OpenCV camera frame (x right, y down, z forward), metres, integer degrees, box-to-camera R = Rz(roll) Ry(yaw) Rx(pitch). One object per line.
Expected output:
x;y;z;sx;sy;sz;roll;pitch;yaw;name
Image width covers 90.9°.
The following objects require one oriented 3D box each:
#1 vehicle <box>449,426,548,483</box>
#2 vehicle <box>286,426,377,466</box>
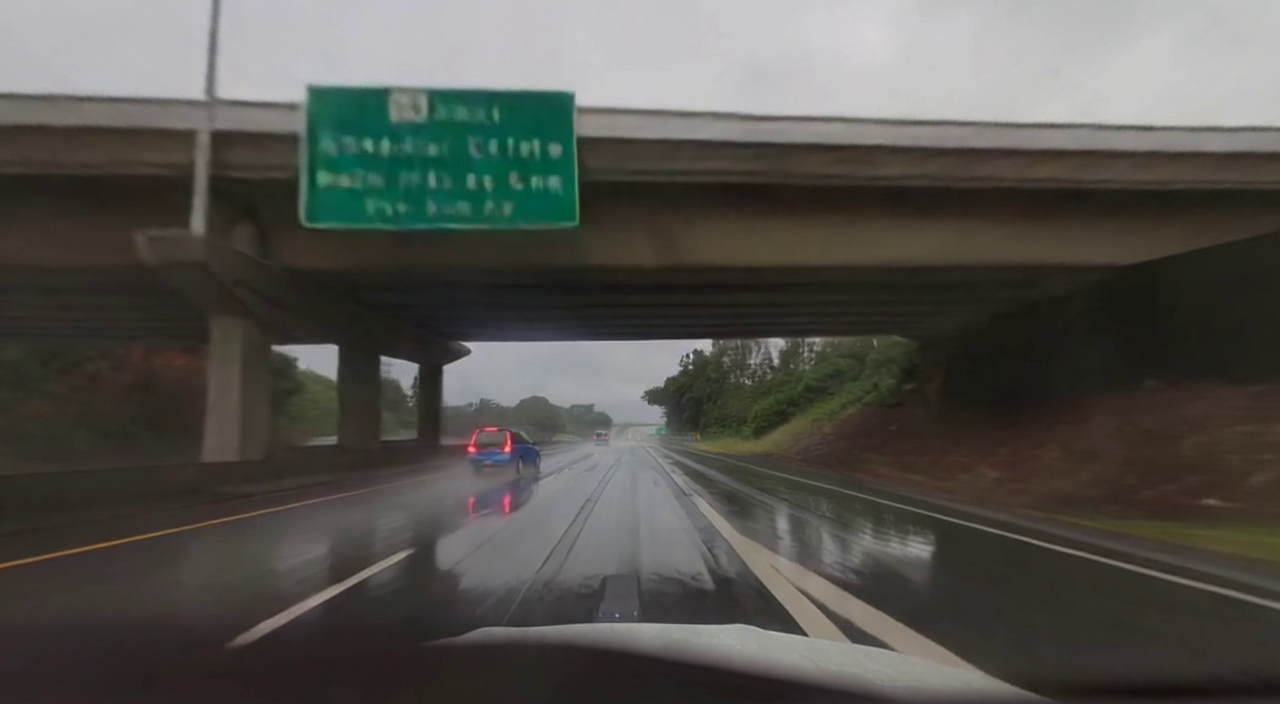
-4.361;3.223;20.265;2.086;1.624;4.607;0;-8;0;vehicle
-13.653;4.178;28.190;1.945;1.625;4.197;0;-8;0;vehicle
